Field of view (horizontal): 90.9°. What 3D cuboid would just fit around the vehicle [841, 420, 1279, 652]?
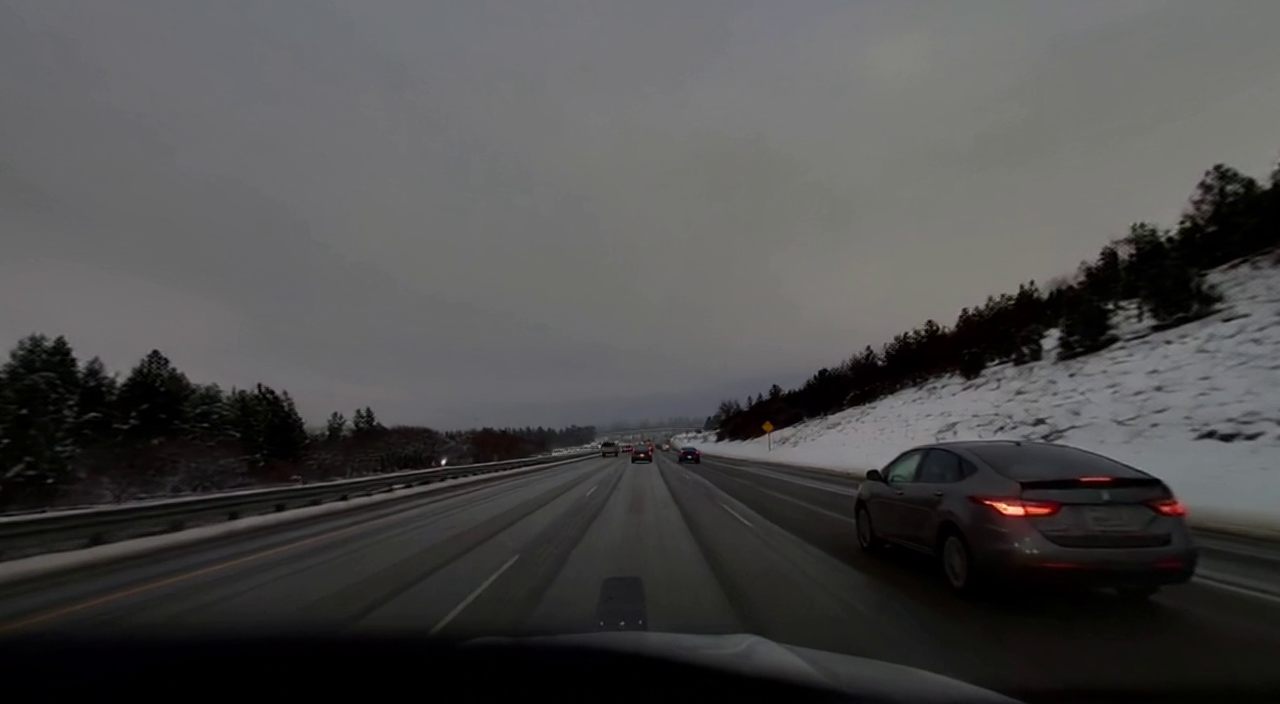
[{"bbox_3d":[3.798,1.529,6.404,2.020,1.500,4.416,0,-8,0],"label":"vehicle"}]

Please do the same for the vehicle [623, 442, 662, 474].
[{"bbox_3d":[0.163,5.684,34.163,1.986,1.576,4.312,0,-8,1],"label":"vehicle"}]
